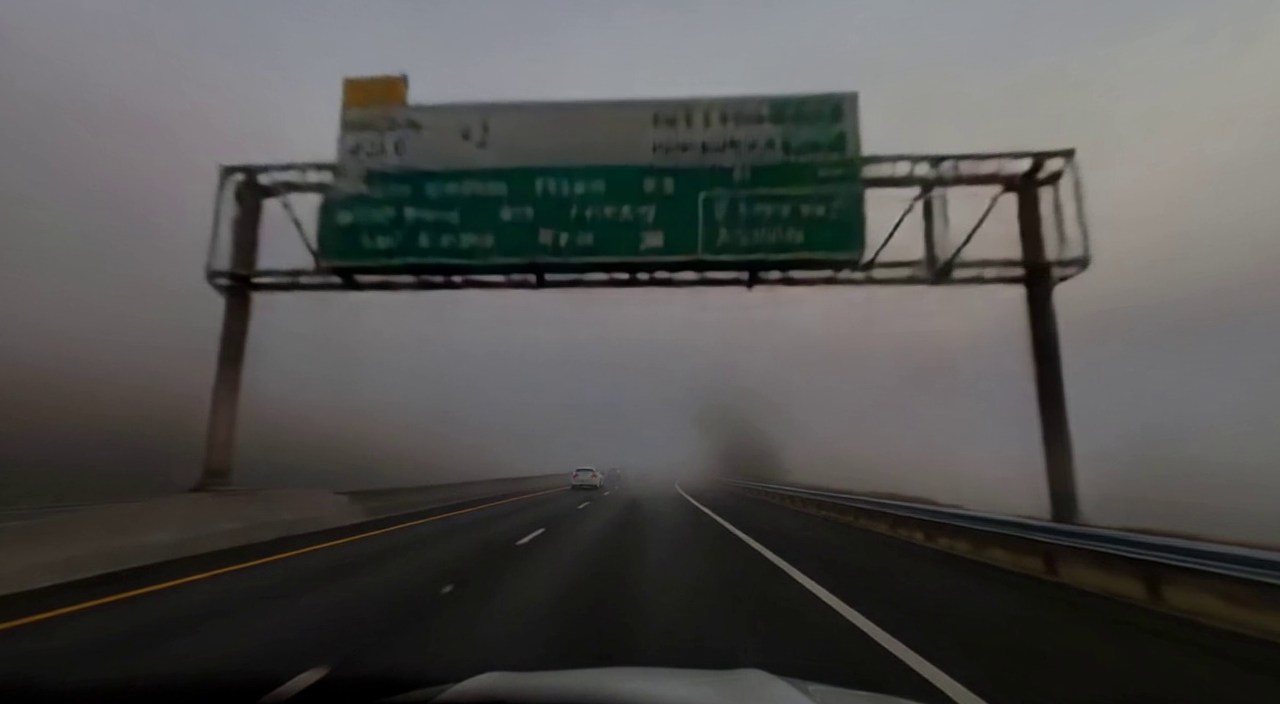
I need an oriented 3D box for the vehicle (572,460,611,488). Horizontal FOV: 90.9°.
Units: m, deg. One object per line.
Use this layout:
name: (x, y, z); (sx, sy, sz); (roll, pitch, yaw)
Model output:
vehicle: (-3.258, 8.330, 43.119); (2.160, 1.721, 4.368); (0, -10, 3)
